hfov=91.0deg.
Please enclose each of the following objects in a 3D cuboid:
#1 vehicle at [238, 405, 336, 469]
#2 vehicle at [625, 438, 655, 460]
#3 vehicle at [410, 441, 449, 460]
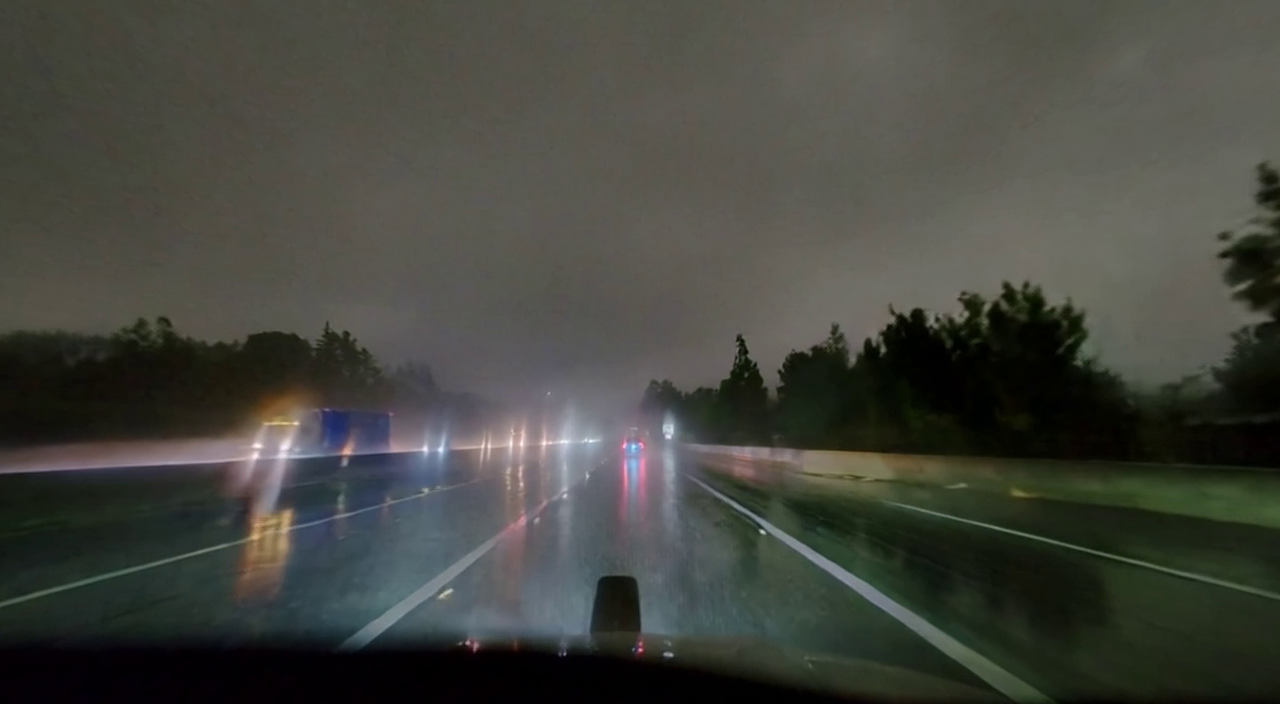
[{"bbox_3d":[-22.956,5.575,41.371,2.915,3.852,5.920,0,-8,0],"label":"vehicle"},{"bbox_3d":[-0.034,6.780,43.937,2.028,1.440,3.690,0,-8,-1],"label":"vehicle"},{"bbox_3d":[-16.515,7.745,49.628,1.759,1.446,3.742,-1,-8,0],"label":"vehicle"}]
